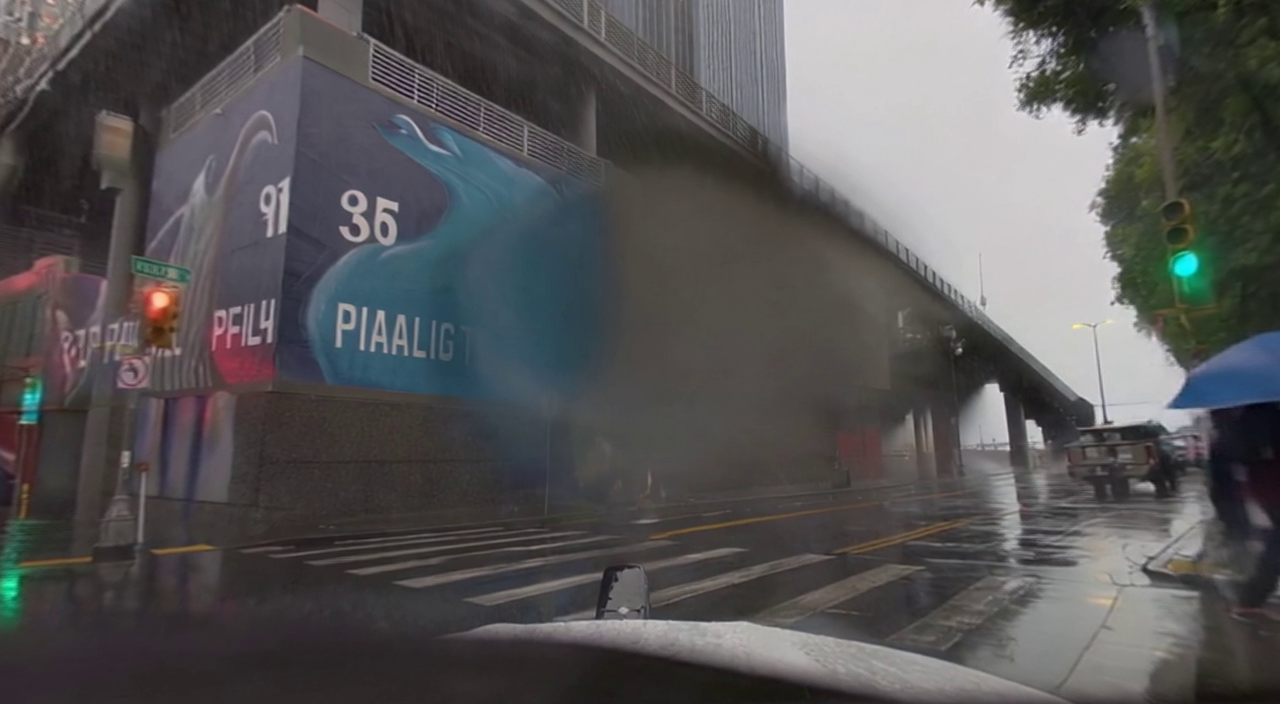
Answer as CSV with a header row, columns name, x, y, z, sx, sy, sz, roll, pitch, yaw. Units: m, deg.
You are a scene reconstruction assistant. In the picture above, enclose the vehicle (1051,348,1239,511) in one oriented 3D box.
name,x,y,z,sx,sy,sz,roll,pitch,yaw
vehicle,15.796,2.432,19.279,9.347,3.893,2.849,7,-11,-43
